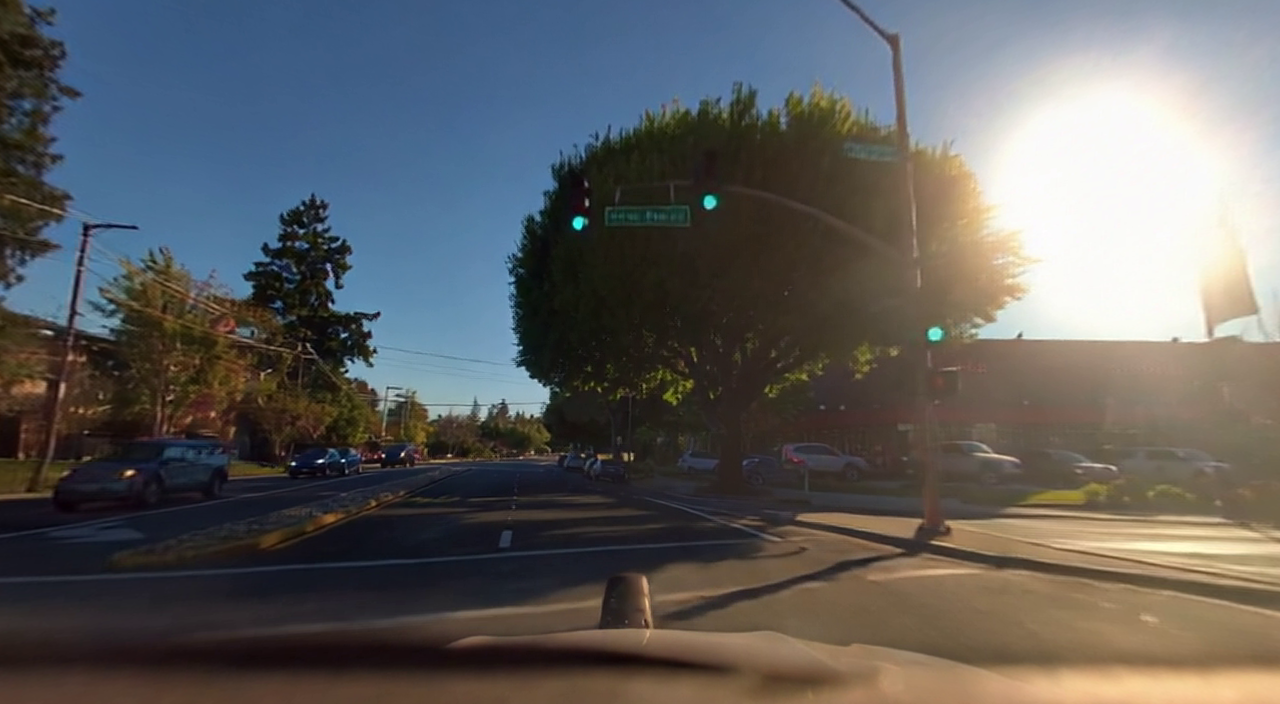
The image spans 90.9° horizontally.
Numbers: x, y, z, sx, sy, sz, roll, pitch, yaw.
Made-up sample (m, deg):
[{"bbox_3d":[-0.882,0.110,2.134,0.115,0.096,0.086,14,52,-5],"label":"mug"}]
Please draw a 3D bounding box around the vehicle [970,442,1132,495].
[{"bbox_3d":[14.118,3.972,21.788,4.375,1.685,2.045,2,-9,-11],"label":"vehicle"}]

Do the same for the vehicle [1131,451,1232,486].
[{"bbox_3d":[24.840,5.286,28.904,4.324,1.437,1.865,4,-10,-26],"label":"vehicle"}]

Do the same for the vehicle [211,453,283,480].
[{"bbox_3d":[-23.917,6.953,38.542,2.019,1.471,4.600,2,-9,-9],"label":"vehicle"}]

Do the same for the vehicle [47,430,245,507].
[{"bbox_3d":[-13.602,3.222,17.931,2.049,1.817,5.292,2,-9,-10],"label":"vehicle"}]

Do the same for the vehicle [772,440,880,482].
[{"bbox_3d":[8.461,4.920,28.641,4.669,1.770,1.896,5,-10,-28],"label":"vehicle"}]

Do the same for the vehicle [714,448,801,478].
[{"bbox_3d":[6.275,5.912,33.749,4.257,1.474,1.751,3,-9,-17],"label":"vehicle"}]

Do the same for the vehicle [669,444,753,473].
[{"bbox_3d":[4.420,6.706,39.747,4.843,1.748,1.985,2,-9,-14],"label":"vehicle"}]

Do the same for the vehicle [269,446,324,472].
[{"bbox_3d":[-25.242,7.843,46.524,1.882,1.706,4.938,0,-7,-8],"label":"vehicle"}]

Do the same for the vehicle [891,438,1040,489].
[{"bbox_3d":[12.729,4.306,24.657,5.314,1.829,2.018,3,-9,-20],"label":"vehicle"}]

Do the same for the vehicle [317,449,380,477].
[{"bbox_3d":[-16.200,6.175,35.255,1.951,1.436,4.624,1,-9,-9],"label":"vehicle"}]
